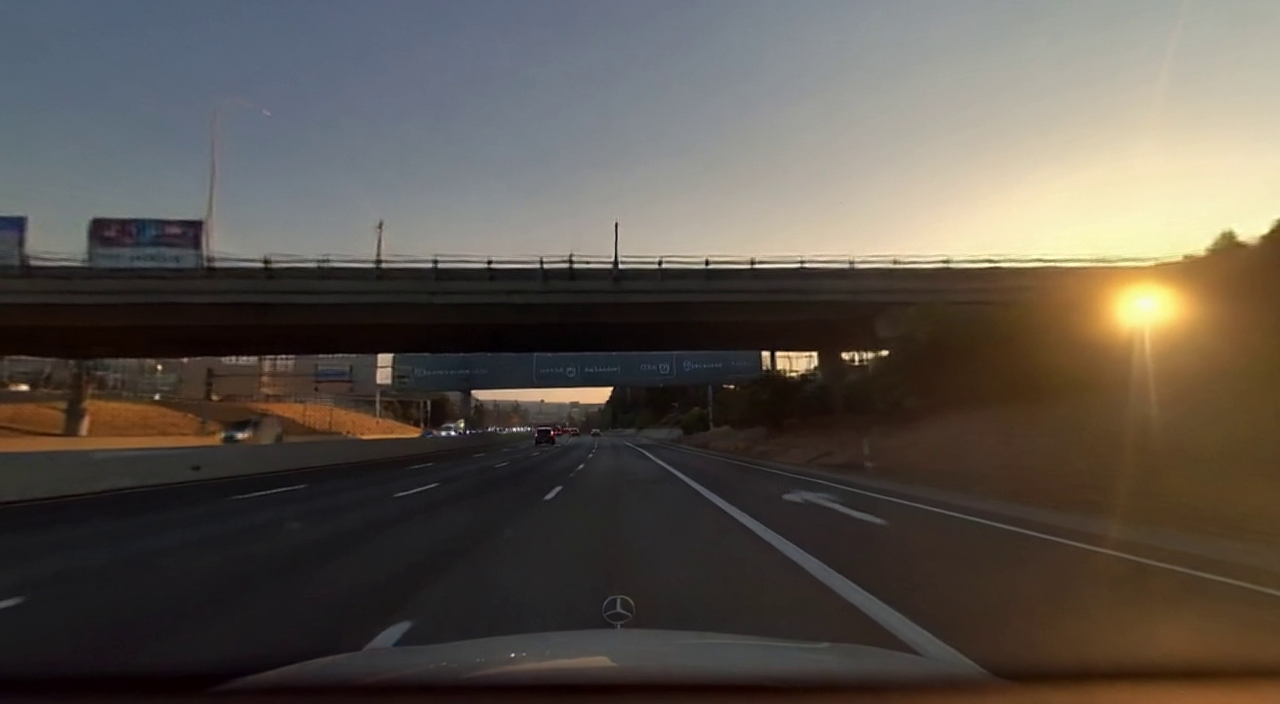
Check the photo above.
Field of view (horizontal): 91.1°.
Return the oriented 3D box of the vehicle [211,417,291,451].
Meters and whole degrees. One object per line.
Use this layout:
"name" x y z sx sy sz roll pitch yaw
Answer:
"vehicle" -30.178 6.393 49.117 2.442 2.453 6.168 0 -8 -2
